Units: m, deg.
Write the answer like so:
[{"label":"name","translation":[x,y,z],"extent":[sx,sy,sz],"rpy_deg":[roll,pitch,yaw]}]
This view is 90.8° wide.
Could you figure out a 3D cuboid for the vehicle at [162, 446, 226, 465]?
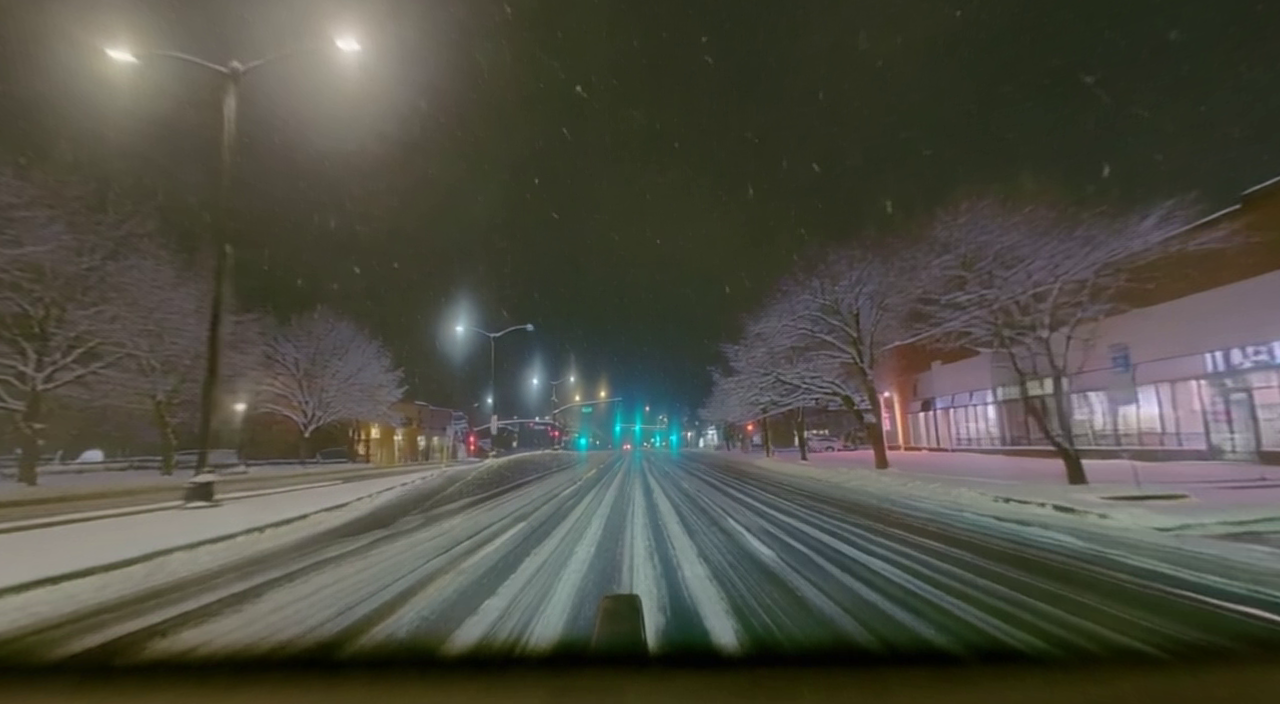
[{"label":"vehicle","translation":[-34.761,8.047,49.284],"extent":[3.557,1.432,1.774],"rpy_deg":[0,-8,-1]}]
